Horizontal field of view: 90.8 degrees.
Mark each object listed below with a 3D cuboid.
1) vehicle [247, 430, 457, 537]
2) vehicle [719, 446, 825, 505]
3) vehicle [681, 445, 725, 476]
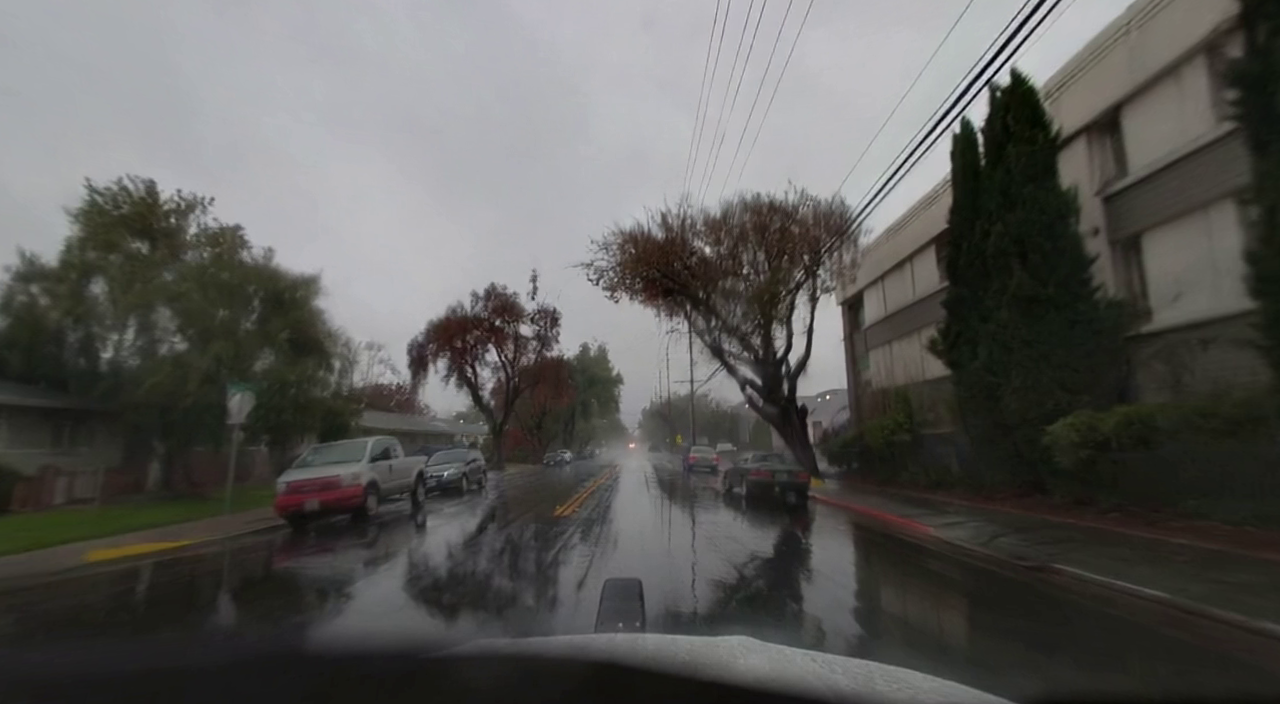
[{"bbox_3d":[-6.304,2.916,14.834,2.382,1.869,5.476,-4,-9,0],"label":"vehicle"},{"bbox_3d":[3.442,3.283,17.316,1.802,1.382,4.300,0,-8,-3],"label":"vehicle"},{"bbox_3d":[3.206,5.625,32.992,1.843,1.495,3.930,0,-8,-1],"label":"vehicle"}]
